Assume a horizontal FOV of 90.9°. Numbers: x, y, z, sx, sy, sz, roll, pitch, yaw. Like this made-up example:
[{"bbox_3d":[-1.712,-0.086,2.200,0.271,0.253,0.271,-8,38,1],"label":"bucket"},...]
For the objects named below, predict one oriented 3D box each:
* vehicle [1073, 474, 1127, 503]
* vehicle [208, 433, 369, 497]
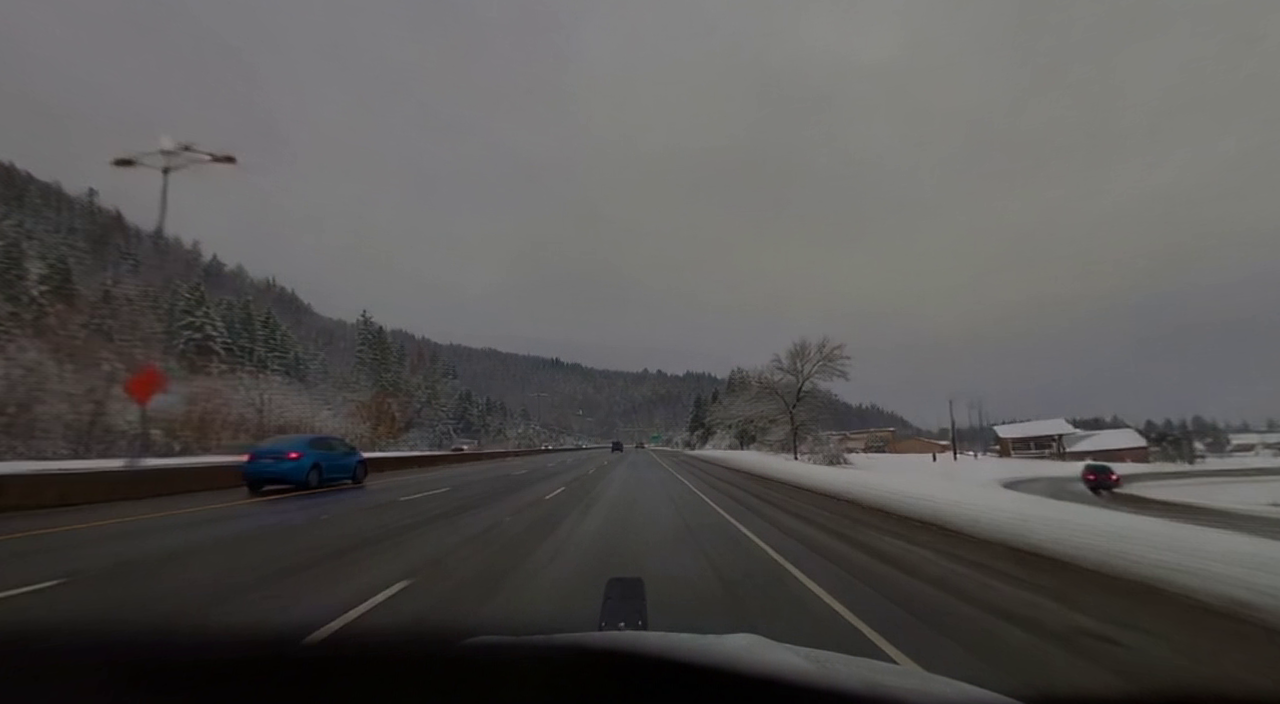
[{"bbox_3d":[33.343,9.848,45.810,2.108,1.763,4.817,-4,-9,24],"label":"vehicle"},{"bbox_3d":[-10.844,3.495,20.027,2.152,1.753,4.972,0,-8,1],"label":"vehicle"}]
